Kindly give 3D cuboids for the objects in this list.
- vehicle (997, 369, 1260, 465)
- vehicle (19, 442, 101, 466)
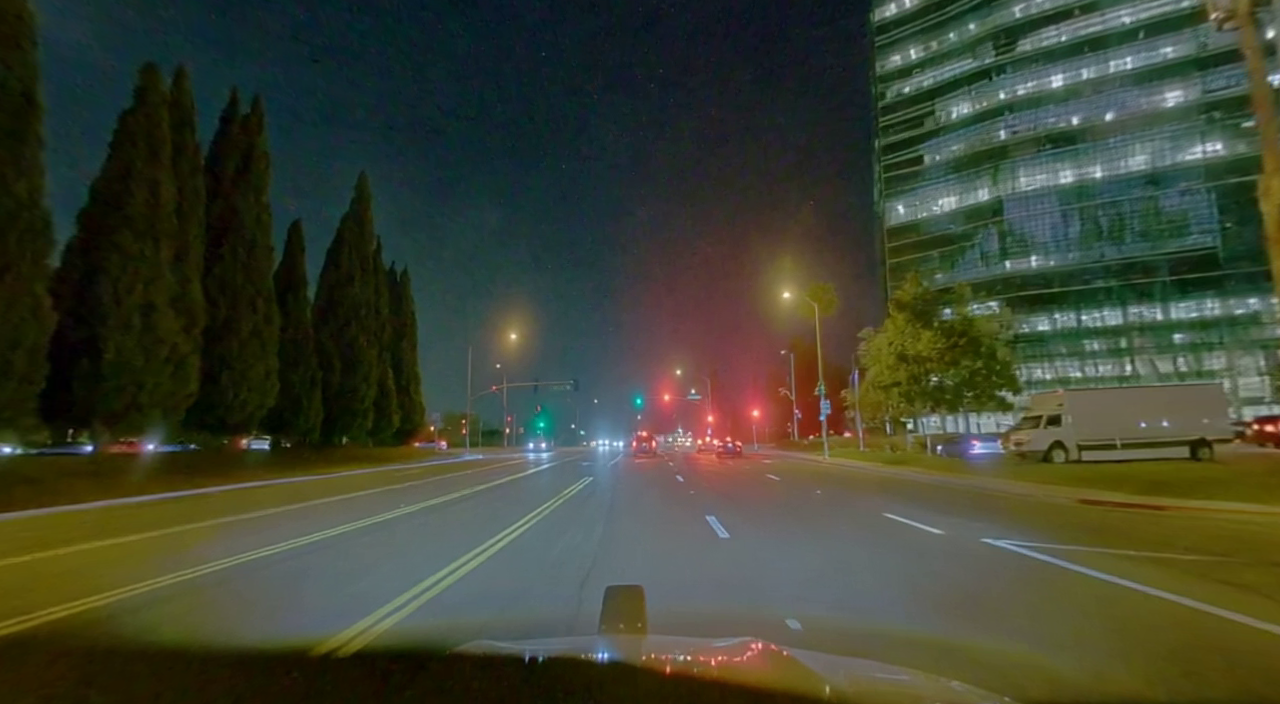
[{"bbox_3d":[18.942,2.583,24.764,7.796,3.467,2.793,-1,-8,0],"label":"vehicle"},{"bbox_3d":[-38.956,6.832,42.216,3.756,1.484,1.747,-1,-8,-1],"label":"vehicle"}]
